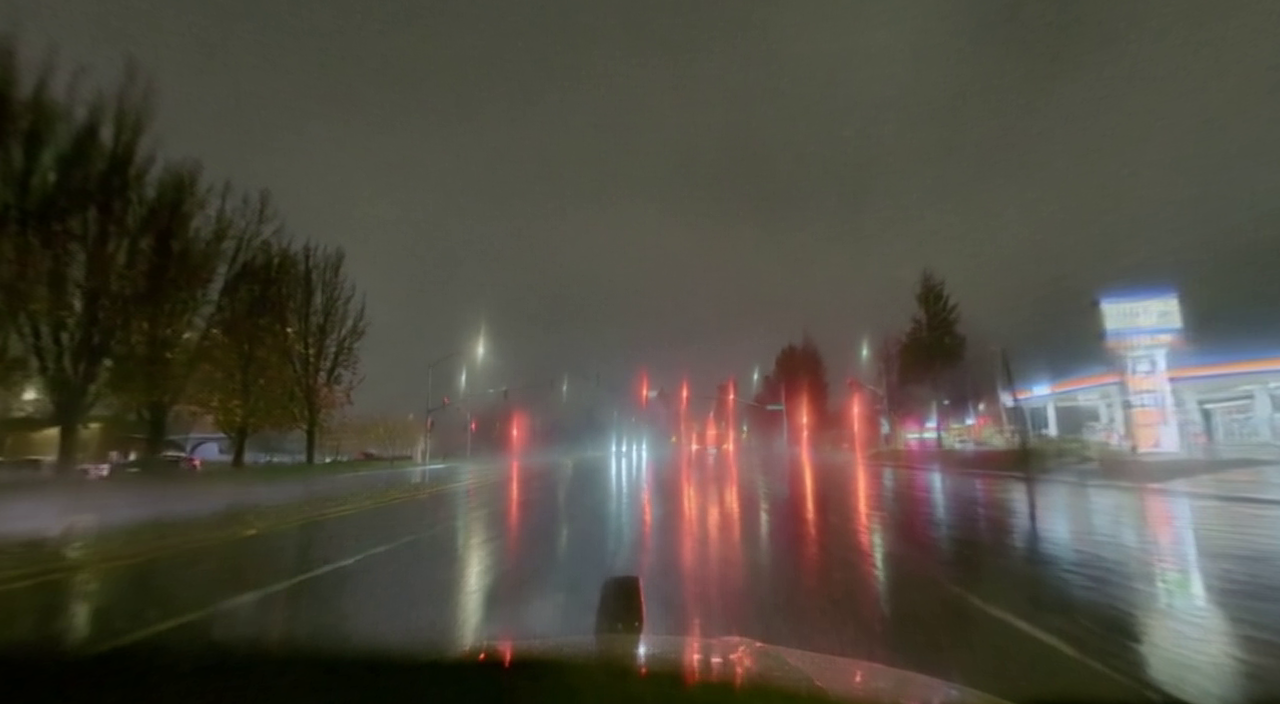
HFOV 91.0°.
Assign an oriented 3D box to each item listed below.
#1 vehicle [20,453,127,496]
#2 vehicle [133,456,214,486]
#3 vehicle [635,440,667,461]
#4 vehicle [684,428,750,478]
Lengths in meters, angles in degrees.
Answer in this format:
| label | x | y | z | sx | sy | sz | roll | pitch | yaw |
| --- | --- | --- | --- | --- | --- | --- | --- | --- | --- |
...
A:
| label | x | y | z | sx | sy | sz | roll | pitch | yaw |
| --- | --- | --- | --- | --- | --- | --- | --- | --- | --- |
| vehicle | -25.371 | 5.422 | 28.170 | 4.428 | 1.708 | 1.952 | -4 | -10 | 27 |
| vehicle | -25.455 | 6.453 | 34.326 | 4.538 | 1.469 | 1.912 | -6 | -10 | 32 |
| vehicle | 0.857 | 7.201 | 46.219 | 2.100 | 1.469 | 3.872 | -1 | -9 | 5 |
| vehicle | 2.796 | 3.825 | 23.924 | 2.213 | 1.715 | 4.242 | -1 | -9 | 3 |
